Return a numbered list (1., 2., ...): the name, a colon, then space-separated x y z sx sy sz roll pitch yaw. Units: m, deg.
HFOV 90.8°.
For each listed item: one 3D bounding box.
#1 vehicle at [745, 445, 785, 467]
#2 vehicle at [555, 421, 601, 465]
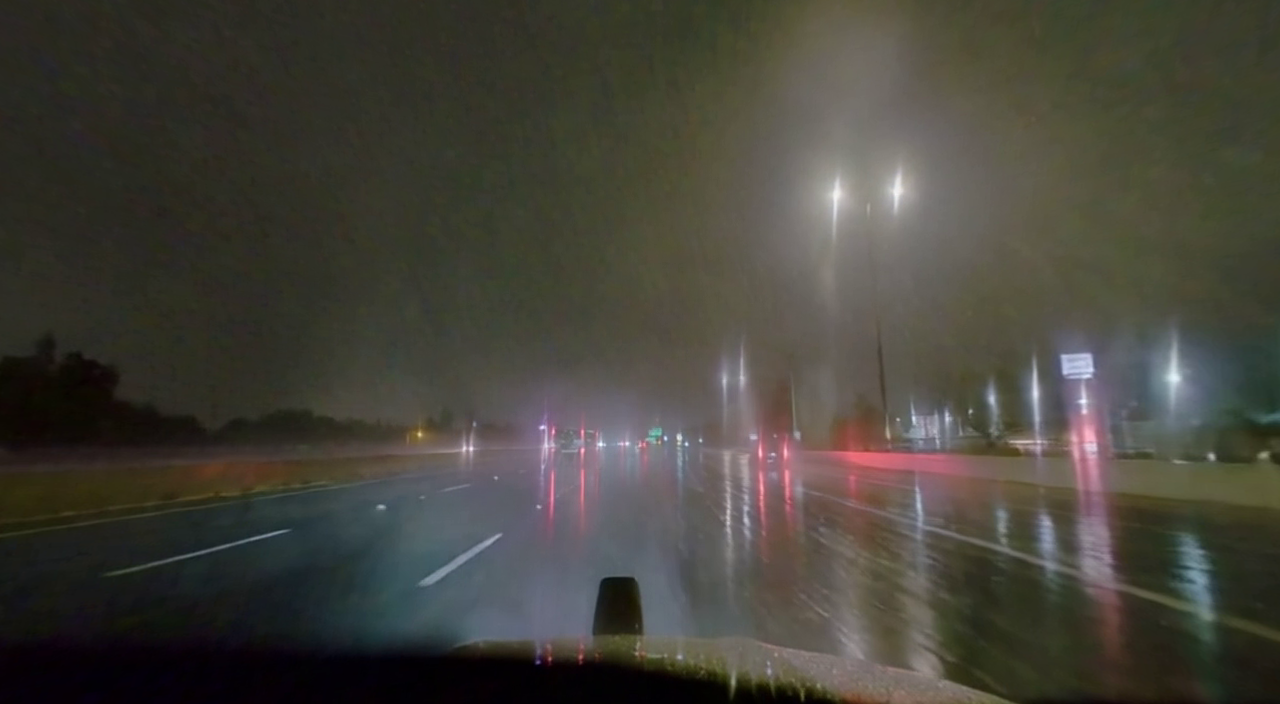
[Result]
1. vehicle: 8.822 7.380 45.047 2.035 1.491 4.246 0 -9 1
2. vehicle: -4.411 6.698 46.227 2.881 2.937 7.045 0 -9 -2
